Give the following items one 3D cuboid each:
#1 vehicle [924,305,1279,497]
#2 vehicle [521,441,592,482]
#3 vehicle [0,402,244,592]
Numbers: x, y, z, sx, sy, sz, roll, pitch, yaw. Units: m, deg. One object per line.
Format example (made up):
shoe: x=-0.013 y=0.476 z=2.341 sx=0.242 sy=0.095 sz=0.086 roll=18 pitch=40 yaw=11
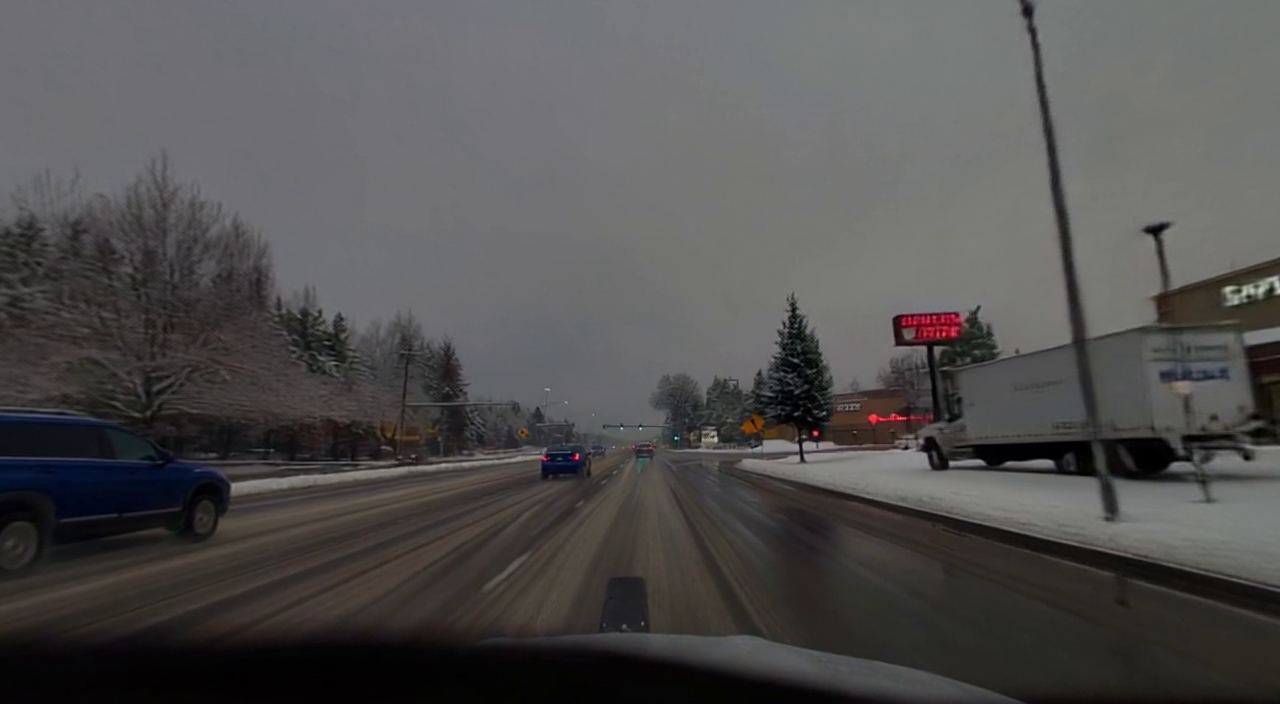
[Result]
vehicle: x=11.996 y=1.712 z=17.545 sx=2.995 sy=3.704 sz=10.928 roll=0 pitch=-9 yaw=-1
vehicle: x=-3.203 y=4.323 z=25.237 sx=2.152 sy=1.479 sz=4.394 roll=0 pitch=-9 yaw=1
vehicle: x=-6.893 y=1.510 z=6.977 sx=2.043 sy=1.726 sz=4.472 roll=0 pitch=-9 yaw=1
